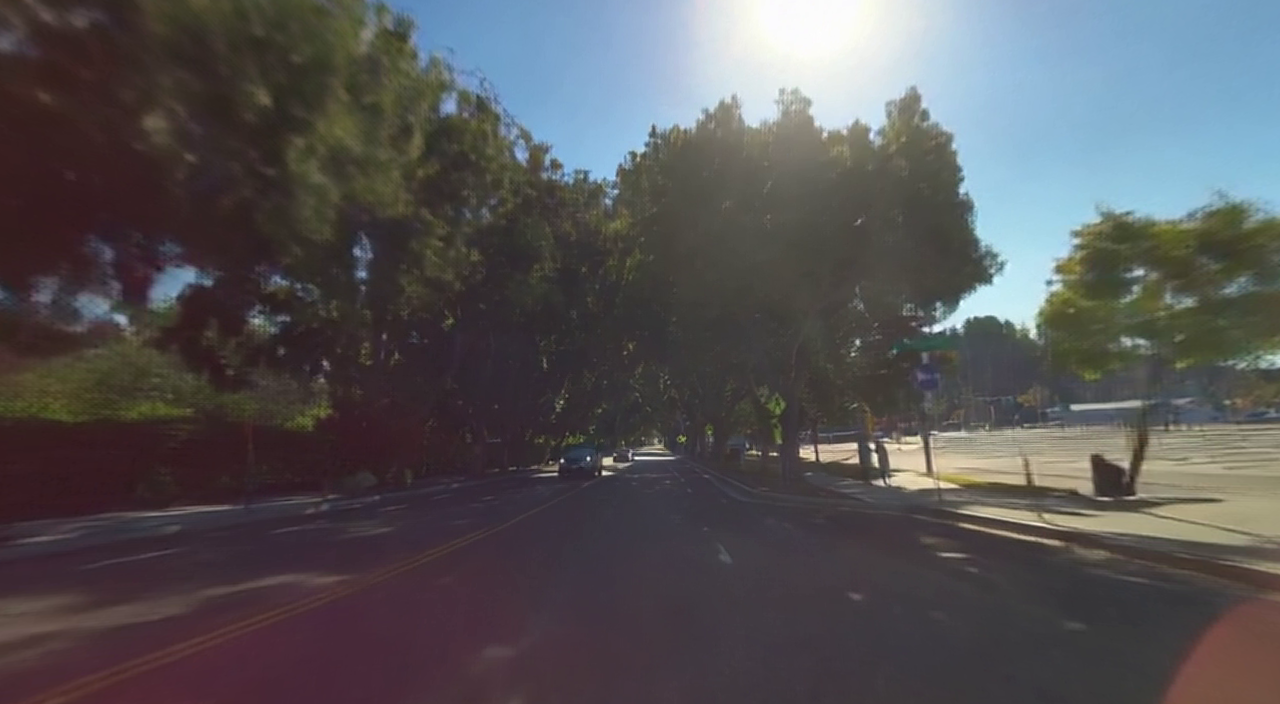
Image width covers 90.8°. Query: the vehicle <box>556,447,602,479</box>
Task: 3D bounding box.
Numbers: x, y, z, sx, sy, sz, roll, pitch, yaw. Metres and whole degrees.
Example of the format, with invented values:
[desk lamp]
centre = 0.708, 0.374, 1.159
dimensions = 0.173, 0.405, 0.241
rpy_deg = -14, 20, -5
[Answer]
[vehicle]
centre = -3.265, 6.024, 34.466
dimensions = 1.898, 1.606, 3.927
rpy_deg = -1, -8, 3
